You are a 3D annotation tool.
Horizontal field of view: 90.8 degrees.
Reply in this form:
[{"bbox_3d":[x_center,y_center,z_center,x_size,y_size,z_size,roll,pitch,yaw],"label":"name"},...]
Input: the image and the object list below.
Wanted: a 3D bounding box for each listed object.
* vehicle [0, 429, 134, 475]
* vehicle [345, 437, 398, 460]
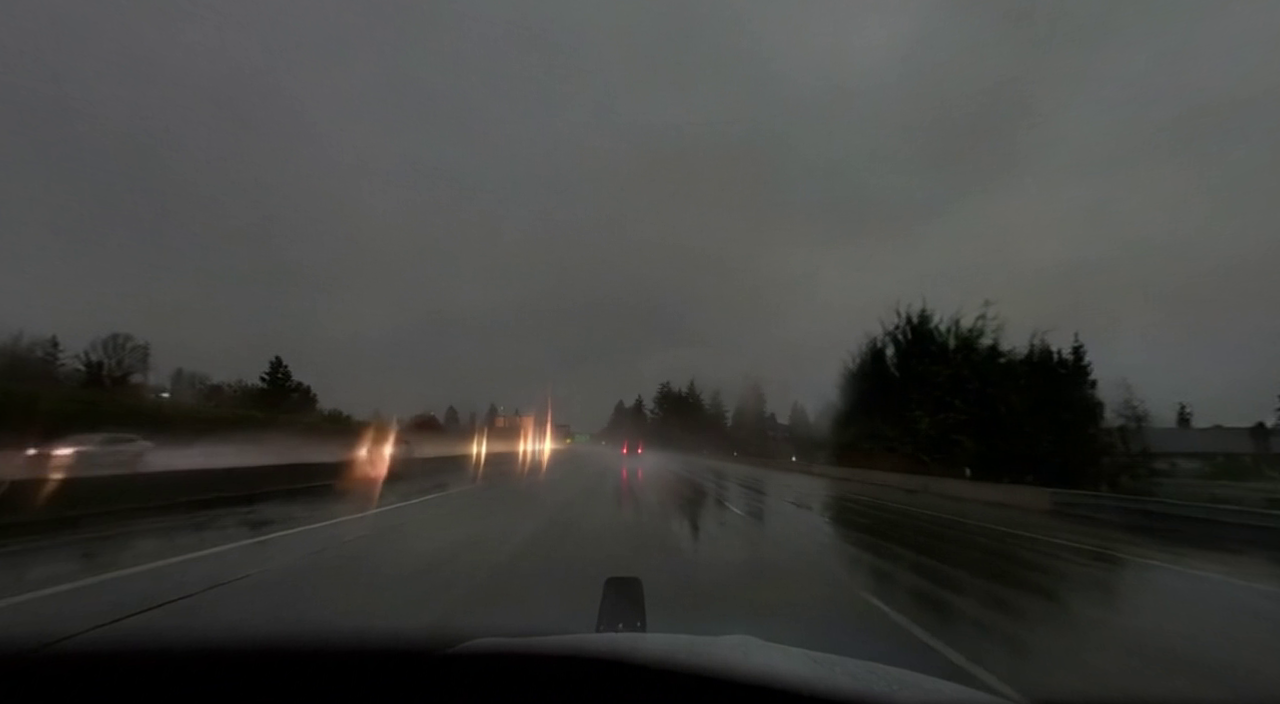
[{"bbox_3d":[-21.199,3.613,22.862,1.900,1.471,4.555,0,-9,0],"label":"vehicle"},{"bbox_3d":[-17.386,6.259,40.995,1.723,1.428,3.842,0,-9,1],"label":"vehicle"}]
